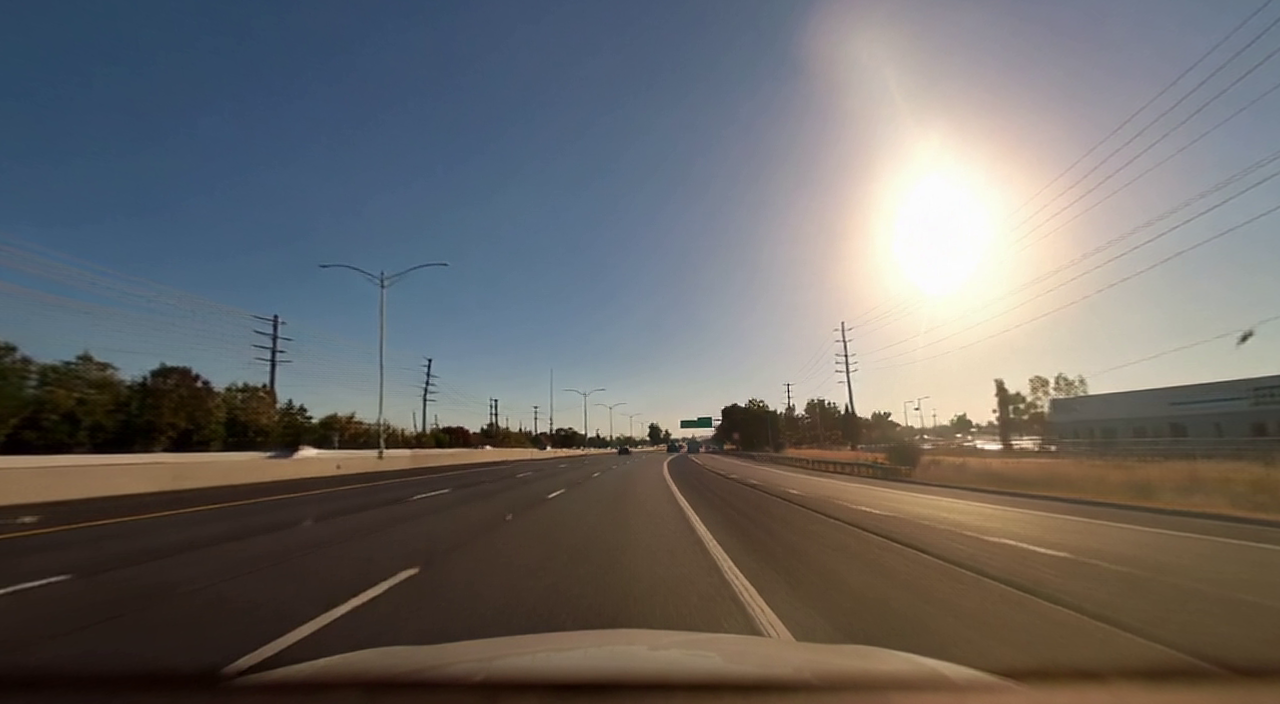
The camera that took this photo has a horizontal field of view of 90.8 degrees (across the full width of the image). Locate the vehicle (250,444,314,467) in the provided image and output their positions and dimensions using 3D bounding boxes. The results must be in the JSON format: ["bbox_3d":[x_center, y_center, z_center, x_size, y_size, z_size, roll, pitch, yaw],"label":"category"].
[{"bbox_3d":[-27.381,7.885,48.491,2.034,1.642,4.759,0,-8,2],"label":"vehicle"}]
